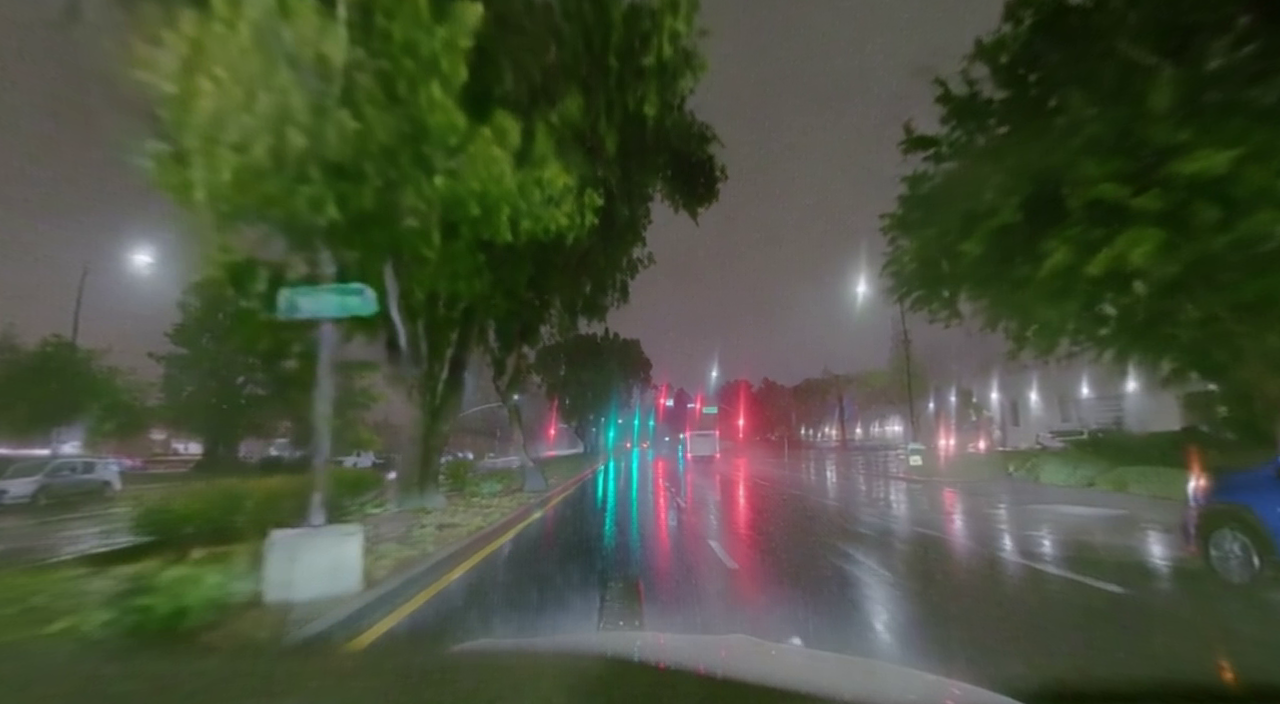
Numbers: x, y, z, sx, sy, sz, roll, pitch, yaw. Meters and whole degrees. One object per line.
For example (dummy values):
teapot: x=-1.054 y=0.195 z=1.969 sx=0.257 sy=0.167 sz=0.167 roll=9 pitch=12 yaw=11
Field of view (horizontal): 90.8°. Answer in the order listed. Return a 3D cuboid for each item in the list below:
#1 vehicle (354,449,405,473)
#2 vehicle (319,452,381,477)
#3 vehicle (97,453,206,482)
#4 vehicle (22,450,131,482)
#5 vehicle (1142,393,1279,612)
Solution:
vehicle: x=-19.689 y=8.236 z=47.923 sx=1.985 sy=1.667 sz=4.622 roll=0 pitch=-8 yaw=-1
vehicle: x=-19.275 y=7.494 z=42.246 sx=2.048 sy=1.493 sz=4.588 roll=0 pitch=-8 yaw=-1
vehicle: x=-28.532 y=6.746 z=37.010 sx=4.657 sy=1.636 sz=2.059 roll=0 pitch=-8 yaw=0
vehicle: x=-34.454 y=6.960 z=38.830 sx=4.594 sy=1.801 sz=2.489 roll=6 pitch=-10 yaw=-35
vehicle: x=6.189 y=1.064 z=4.086 sx=2.012 sy=1.754 sz=4.635 roll=0 pitch=-8 yaw=0
